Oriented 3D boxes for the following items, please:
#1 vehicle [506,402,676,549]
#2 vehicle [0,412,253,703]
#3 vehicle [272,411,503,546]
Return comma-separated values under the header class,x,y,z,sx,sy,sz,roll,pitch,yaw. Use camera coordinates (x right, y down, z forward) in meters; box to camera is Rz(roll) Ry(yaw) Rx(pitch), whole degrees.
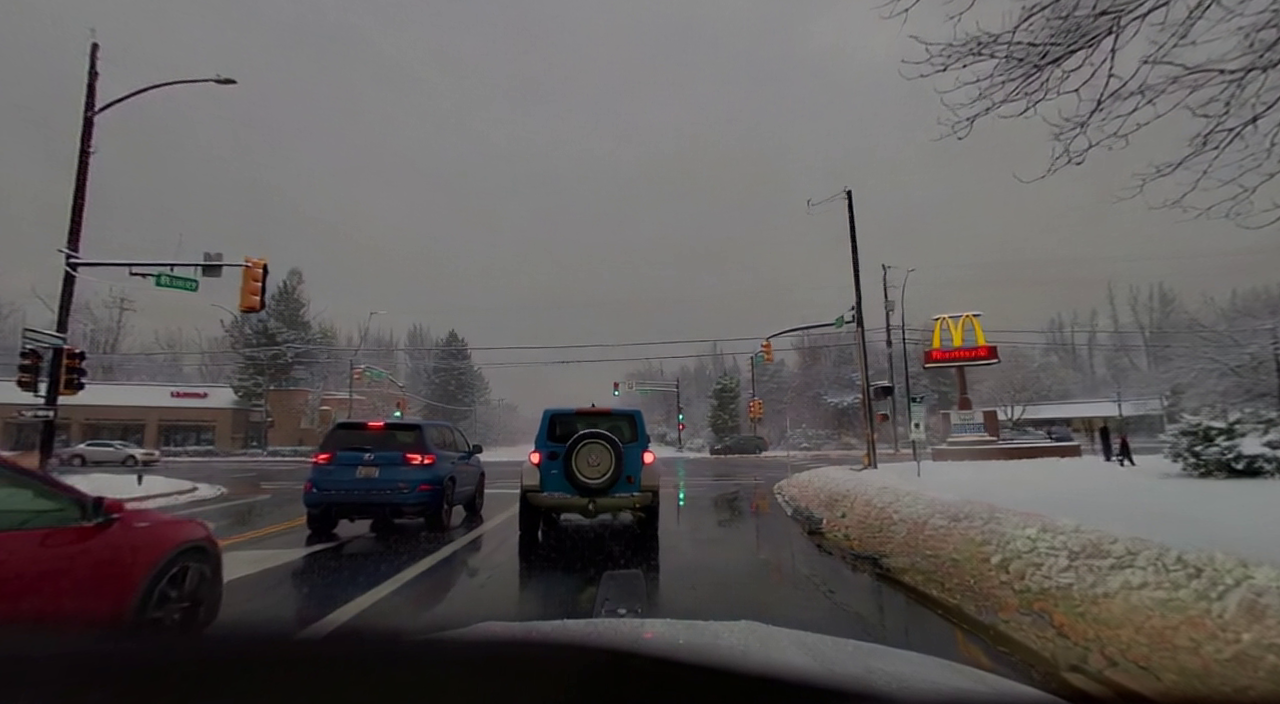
class,x,y,z,sx,sy,sz,roll,pitch,yaw
vehicle,-0.724,1.970,10.736,2.224,1.923,4.643,0,-8,-2
vehicle,-3.885,0.955,2.429,1.941,1.479,4.541,0,-8,-1
vehicle,-3.947,2.065,10.942,2.130,1.819,4.497,0,-8,0
